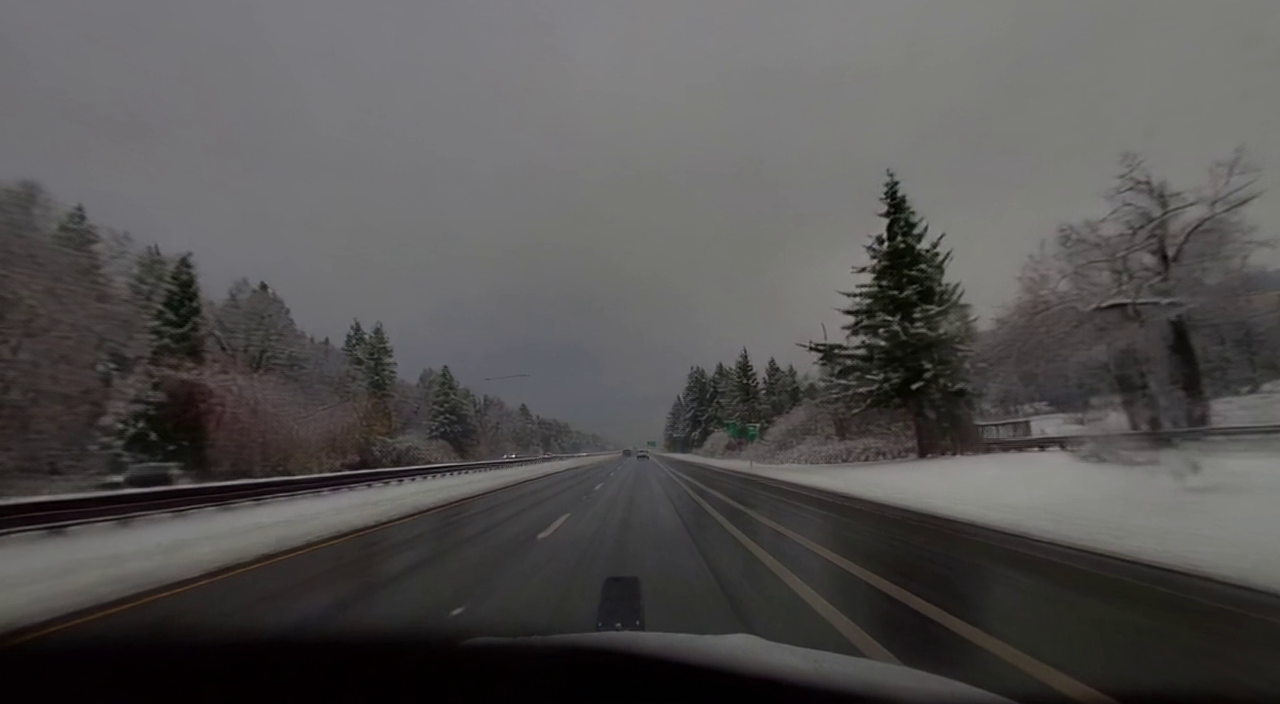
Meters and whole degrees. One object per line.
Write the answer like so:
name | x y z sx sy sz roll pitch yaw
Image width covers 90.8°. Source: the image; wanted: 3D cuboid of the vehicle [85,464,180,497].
vehicle | -24.219 6.119 30.269 1.570 1.374 3.496 0 -9 0
